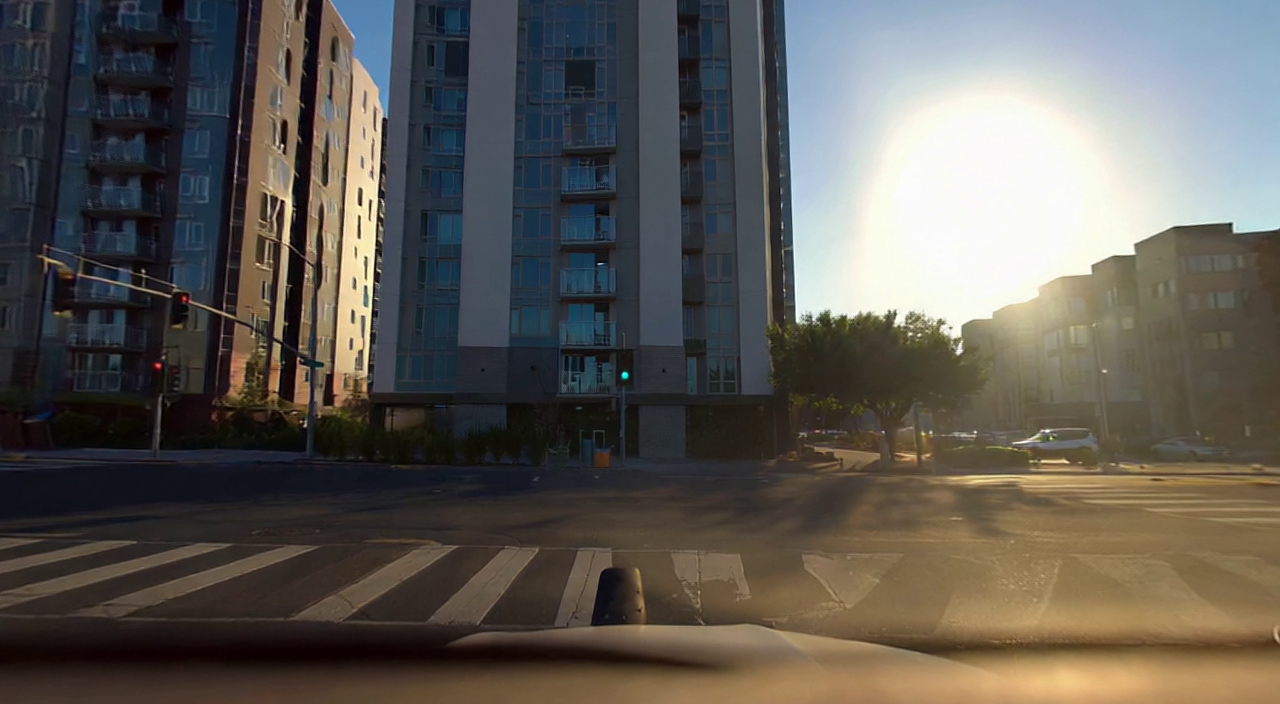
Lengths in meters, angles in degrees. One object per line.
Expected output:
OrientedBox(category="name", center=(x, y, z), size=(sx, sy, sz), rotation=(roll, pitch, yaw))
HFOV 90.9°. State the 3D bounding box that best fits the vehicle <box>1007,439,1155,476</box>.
OrientedBox(category="vehicle", center=(18.555, 4.462, 26.702), size=(4.823, 1.458, 1.914), rotation=(0, -9, -1))
